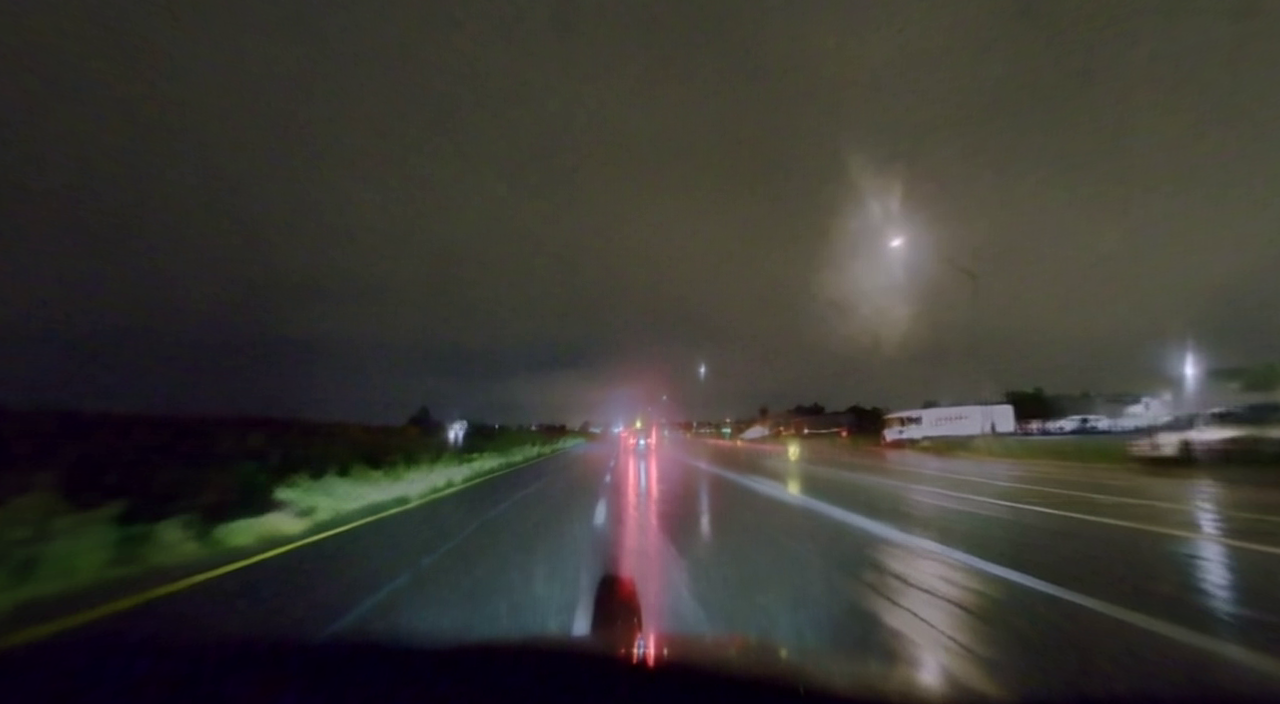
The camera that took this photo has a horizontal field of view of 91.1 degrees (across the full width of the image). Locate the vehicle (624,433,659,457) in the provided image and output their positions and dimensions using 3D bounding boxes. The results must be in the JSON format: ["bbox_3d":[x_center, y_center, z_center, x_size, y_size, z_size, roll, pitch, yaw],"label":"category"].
[{"bbox_3d":[0.053,6.062,41.128,2.037,1.504,4.248,0,-8,-3],"label":"vehicle"}]
